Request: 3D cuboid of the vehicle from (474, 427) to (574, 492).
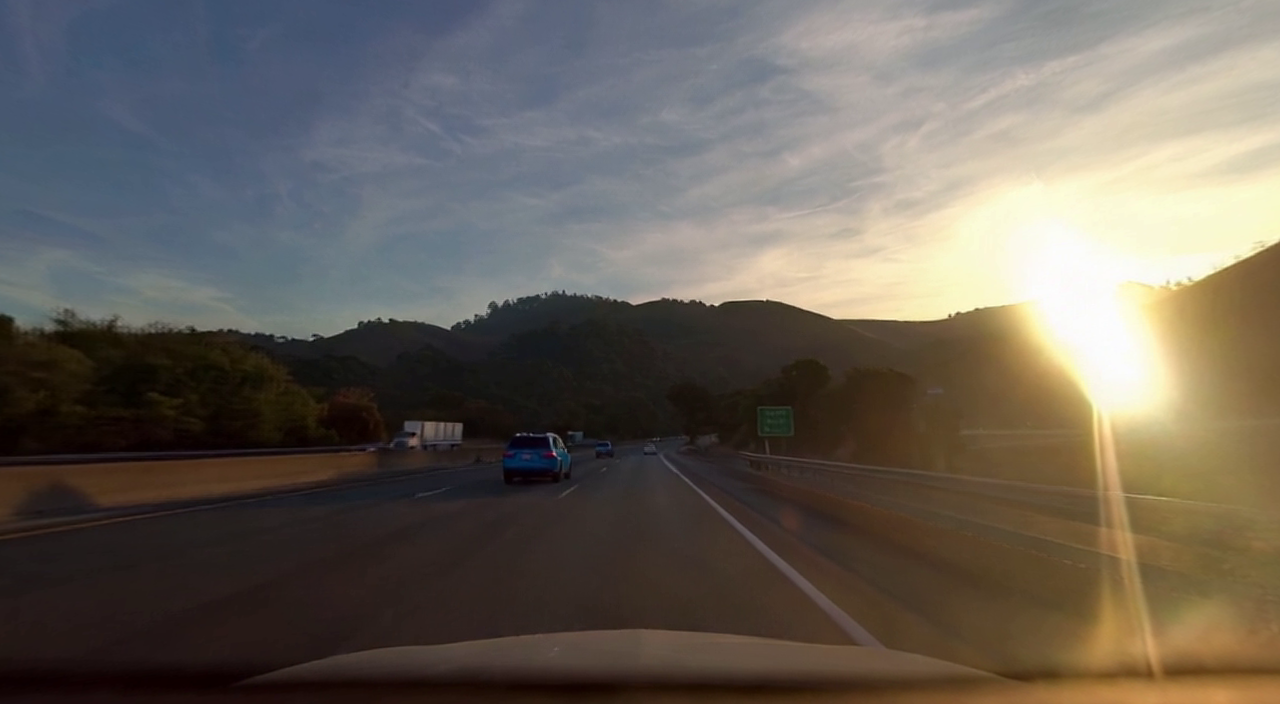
[{"bbox_3d":[-3.373,3.227,19.281,2.138,1.718,4.415,0,-8,1],"label":"vehicle"}]
